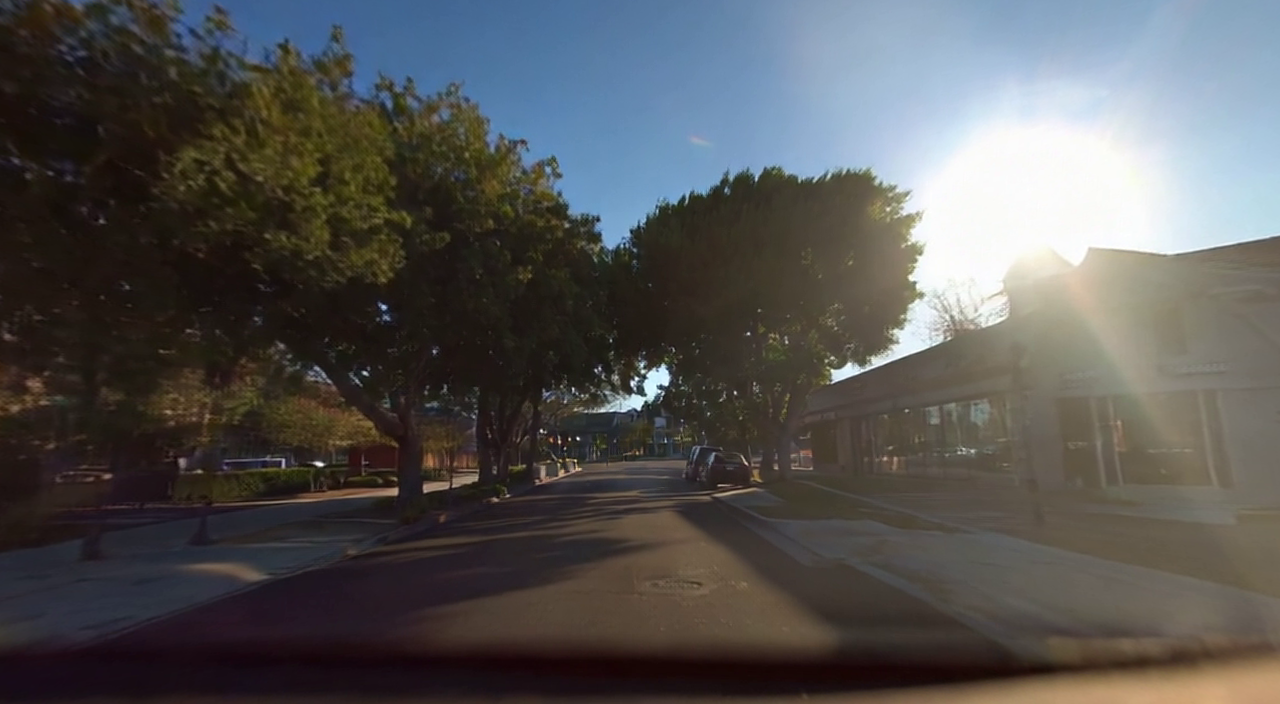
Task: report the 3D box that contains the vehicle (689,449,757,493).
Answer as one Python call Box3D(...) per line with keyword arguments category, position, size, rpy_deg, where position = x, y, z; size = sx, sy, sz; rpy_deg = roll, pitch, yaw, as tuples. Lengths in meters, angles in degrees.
Box3D(category="vehicle", position=(3.106, 4.565, 24.566), size=(2.064, 1.532, 4.596), rpy_deg=(0, -9, 1))
